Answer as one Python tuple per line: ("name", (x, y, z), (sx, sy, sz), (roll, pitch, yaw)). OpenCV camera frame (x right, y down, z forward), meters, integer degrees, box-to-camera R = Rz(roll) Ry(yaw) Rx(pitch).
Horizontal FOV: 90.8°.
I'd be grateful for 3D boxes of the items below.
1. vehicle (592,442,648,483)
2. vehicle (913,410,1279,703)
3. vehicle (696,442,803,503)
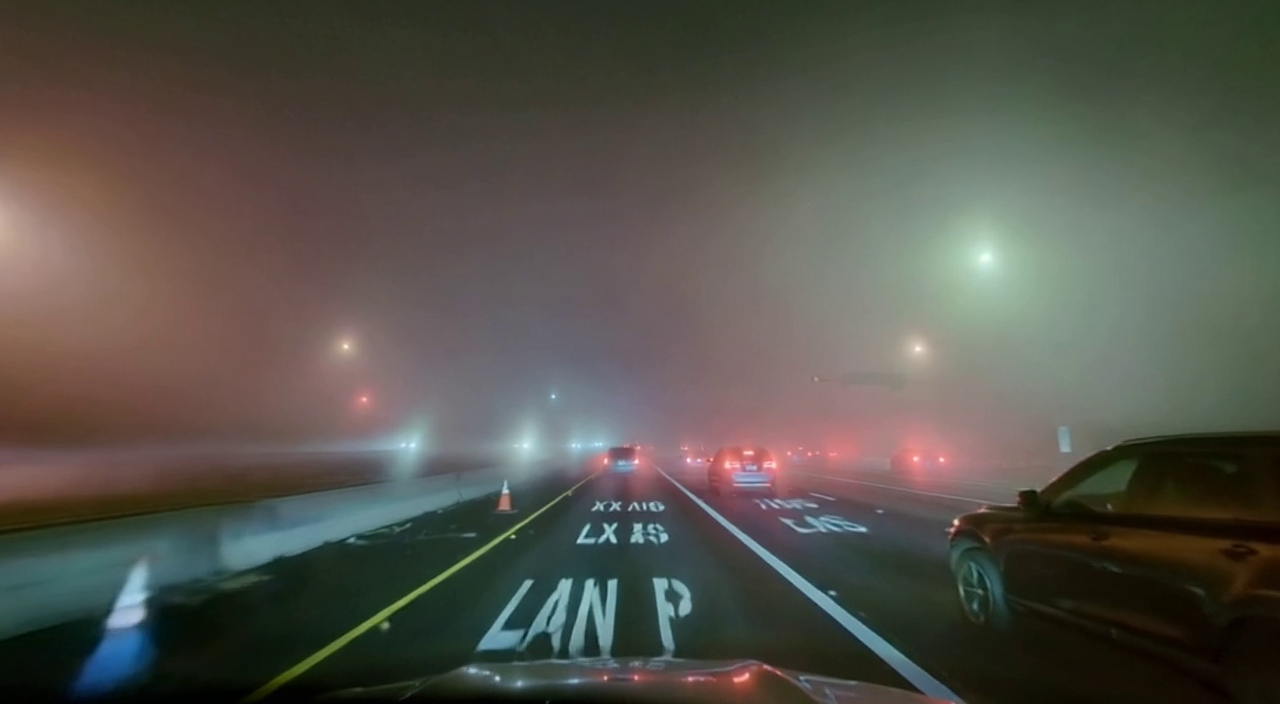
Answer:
("vehicle", (-0.773, 4.399, 25.426), (2.069, 1.470, 4.004), (0, -9, -1))
("vehicle", (3.233, 1.041, 2.906), (1.996, 1.455, 4.281), (0, -9, -1))
("vehicle", (2.831, 3.232, 17.449), (2.042, 1.460, 4.451), (0, -9, -2))
